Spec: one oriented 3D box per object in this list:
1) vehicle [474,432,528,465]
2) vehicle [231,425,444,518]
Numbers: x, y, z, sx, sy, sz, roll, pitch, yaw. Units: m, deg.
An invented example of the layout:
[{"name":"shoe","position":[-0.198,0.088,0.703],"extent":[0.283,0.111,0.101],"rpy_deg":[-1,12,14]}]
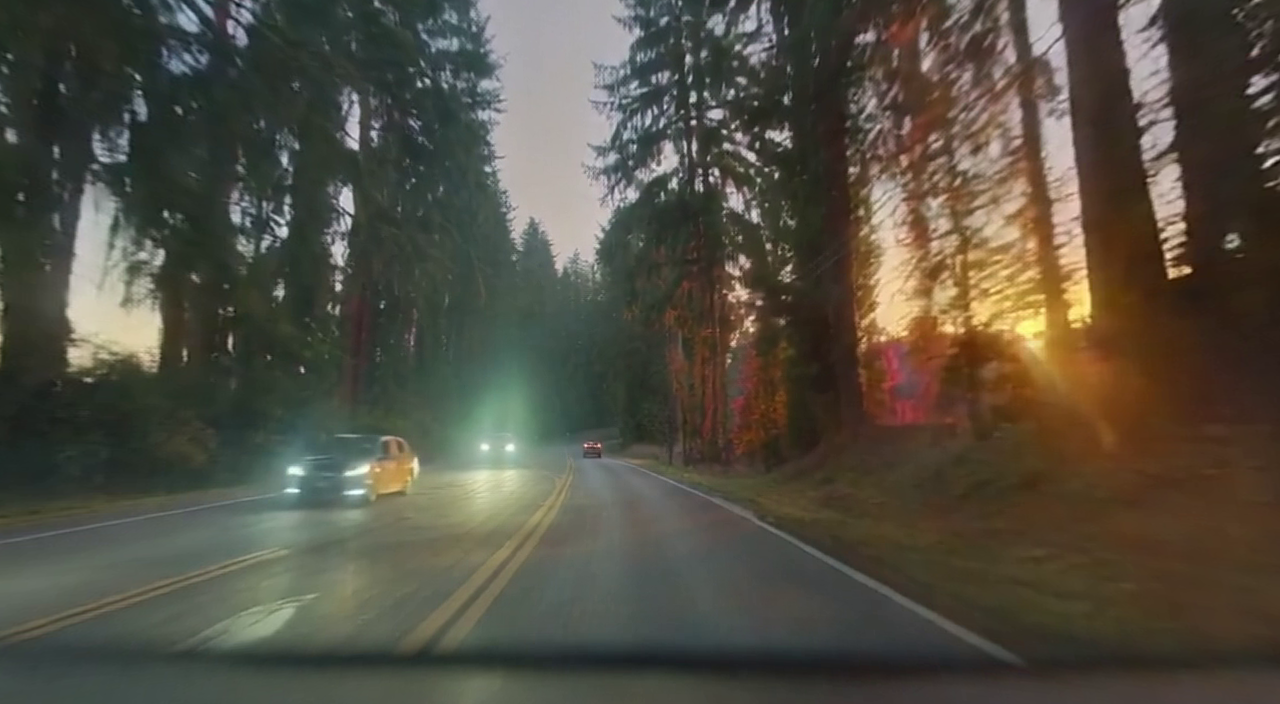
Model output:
[{"name":"vehicle","position":[-7.813,5.461,35.940],"extent":[2.318,1.754,4.328],"rpy_deg":[1,-8,-4]},{"name":"vehicle","position":[-5.630,2.283,12.584],"extent":[2.139,1.498,4.453],"rpy_deg":[0,-8,-2]}]
